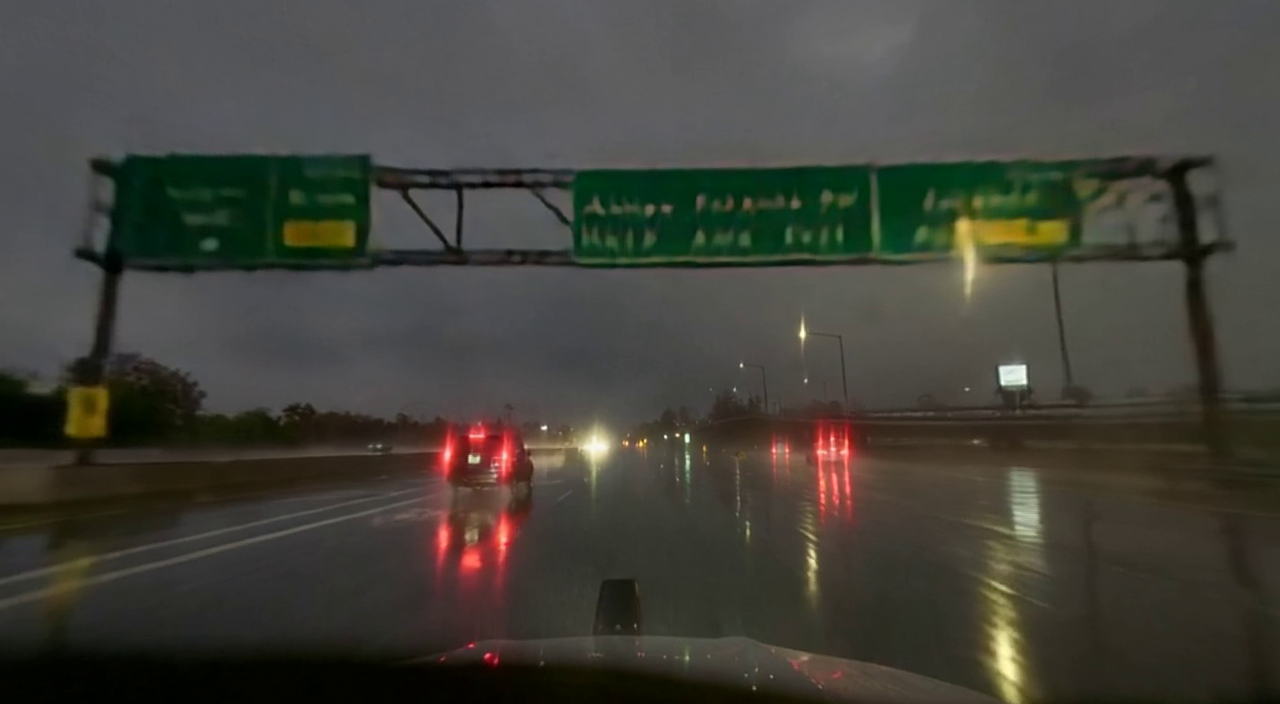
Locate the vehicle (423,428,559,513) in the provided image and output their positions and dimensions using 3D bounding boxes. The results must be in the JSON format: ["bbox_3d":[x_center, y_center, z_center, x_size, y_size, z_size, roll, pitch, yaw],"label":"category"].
[{"bbox_3d":[-3.292,2.711,14.976,2.178,1.699,4.321,0,-8,-1],"label":"vehicle"}]
